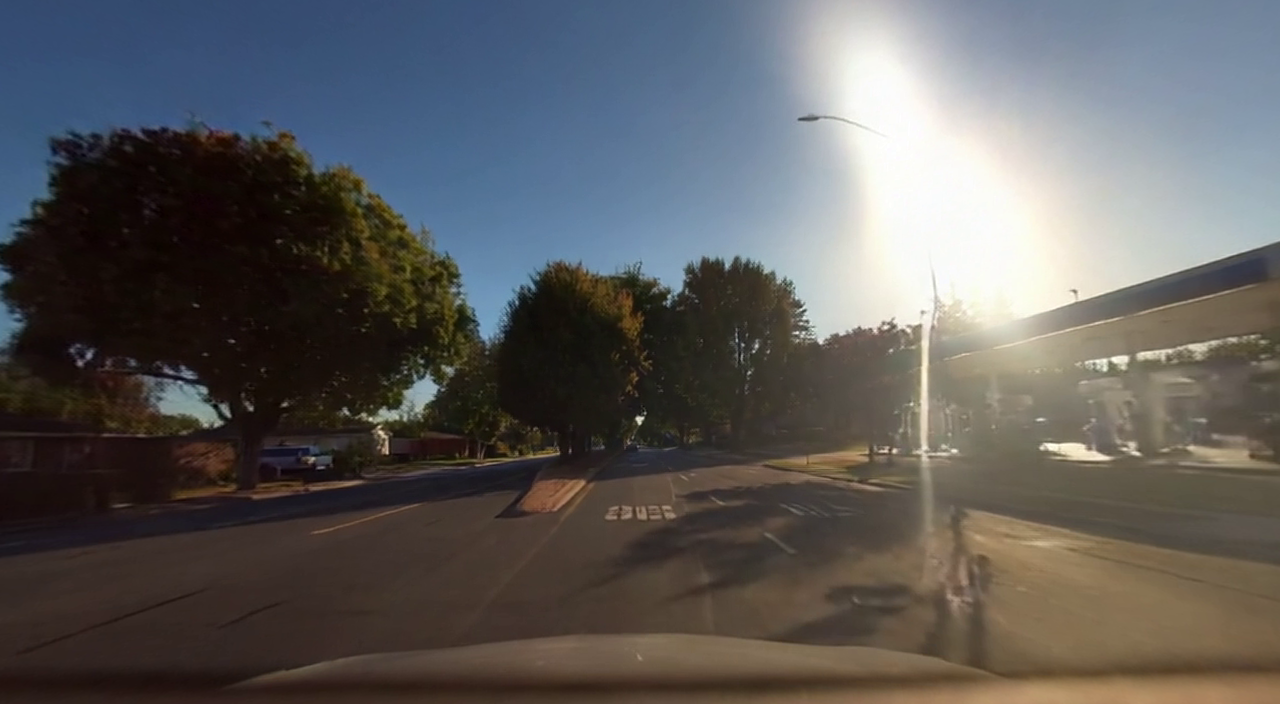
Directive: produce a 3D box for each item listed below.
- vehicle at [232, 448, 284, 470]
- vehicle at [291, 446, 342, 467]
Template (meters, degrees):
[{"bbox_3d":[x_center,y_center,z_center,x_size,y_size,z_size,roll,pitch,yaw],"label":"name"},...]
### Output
[{"bbox_3d":[-30.097,8.429,49.910,1.881,1.444,4.046,-3,-7,-4],"label":"vehicle"},{"bbox_3d":[-25.203,8.137,49.392,1.760,1.598,3.881,-1,-8,3],"label":"vehicle"}]
